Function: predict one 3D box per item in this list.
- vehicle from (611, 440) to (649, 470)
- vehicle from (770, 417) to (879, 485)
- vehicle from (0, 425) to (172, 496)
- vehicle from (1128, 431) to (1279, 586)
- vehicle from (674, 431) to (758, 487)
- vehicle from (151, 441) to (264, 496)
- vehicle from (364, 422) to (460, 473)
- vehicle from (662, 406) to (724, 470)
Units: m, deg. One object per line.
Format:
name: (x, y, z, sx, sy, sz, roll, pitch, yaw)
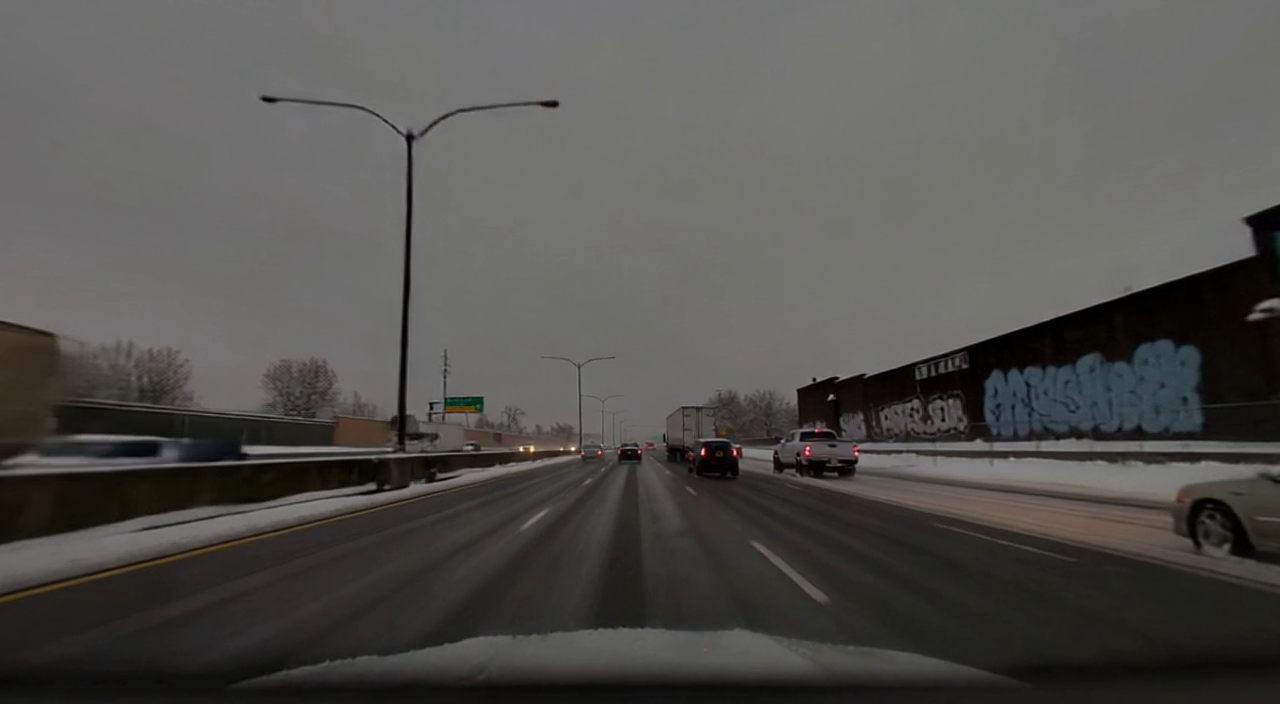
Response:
vehicle: (-0.585, 6.017, 36.919, 2.073, 1.640, 3.990, 0, -9, -1)
vehicle: (7.142, 3.979, 25.463, 2.322, 2.360, 6.433, 0, -9, -1)
vehicle: (-14.109, 2.665, 15.744, 1.865, 1.548, 3.890, 0, -9, -1)
vehicle: (7.120, 1.418, 5.509, 1.915, 1.476, 4.677, 0, -9, -1)
vehicle: (2.671, 3.970, 23.697, 2.249, 1.843, 5.176, 0, -9, -3)
vehicle: (-17.248, 4.599, 25.452, 2.025, 2.000, 3.513, 1, -8, -1)
vehicle: (-13.923, 5.960, 39.418, 2.889, 2.851, 8.281, 0, -9, 0)
vehicle: (3.350, 5.916, 43.059, 2.976, 3.806, 10.591, 0, -9, -1)
